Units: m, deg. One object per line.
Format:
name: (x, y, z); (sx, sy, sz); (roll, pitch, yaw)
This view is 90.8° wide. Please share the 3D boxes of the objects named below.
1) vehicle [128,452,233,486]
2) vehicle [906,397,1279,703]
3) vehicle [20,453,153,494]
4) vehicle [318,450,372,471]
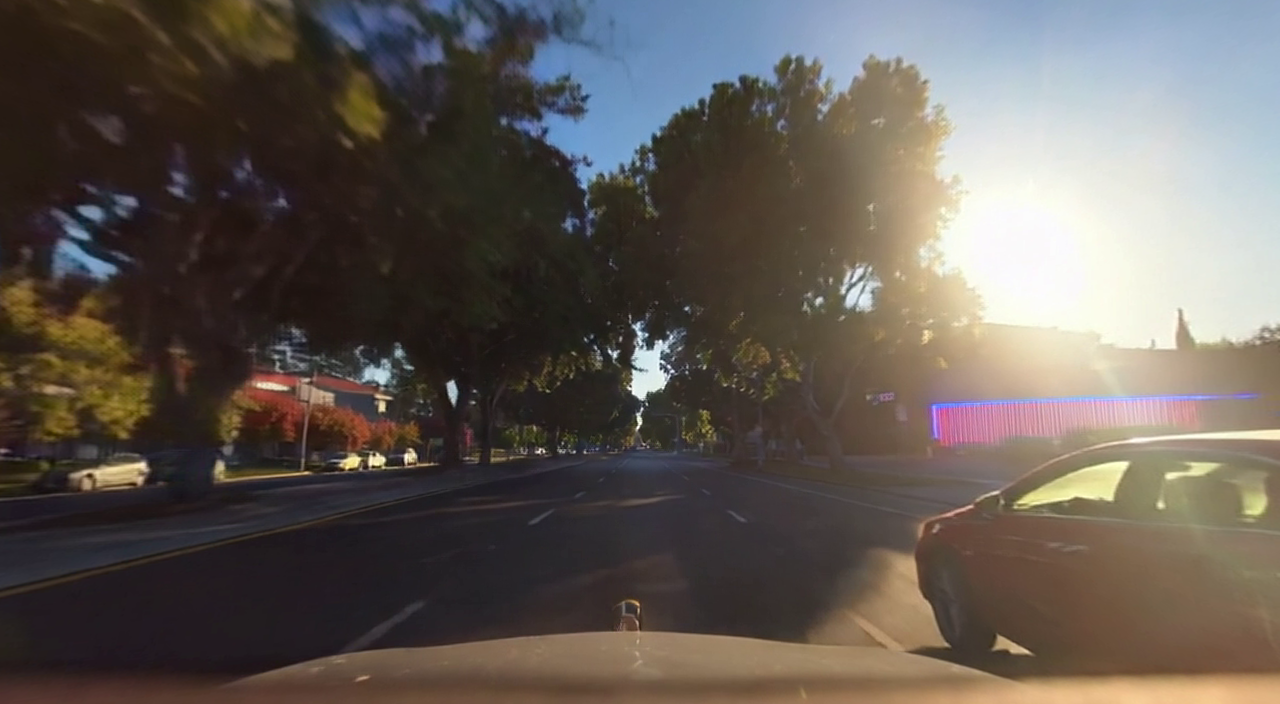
vehicle: (-22.399, 5.692, 31.034); (1.784, 1.438, 4.471); (-1, -8, 0)
vehicle: (3.105, 0.967, 2.626); (2.004, 1.470, 4.544); (0, -9, 0)
vehicle: (-22.394, 4.882, 25.786); (1.745, 1.476, 4.123); (0, -9, -1)
vehicle: (-22.170, 8.150, 47.627); (1.771, 1.445, 4.321); (-1, -9, 3)
